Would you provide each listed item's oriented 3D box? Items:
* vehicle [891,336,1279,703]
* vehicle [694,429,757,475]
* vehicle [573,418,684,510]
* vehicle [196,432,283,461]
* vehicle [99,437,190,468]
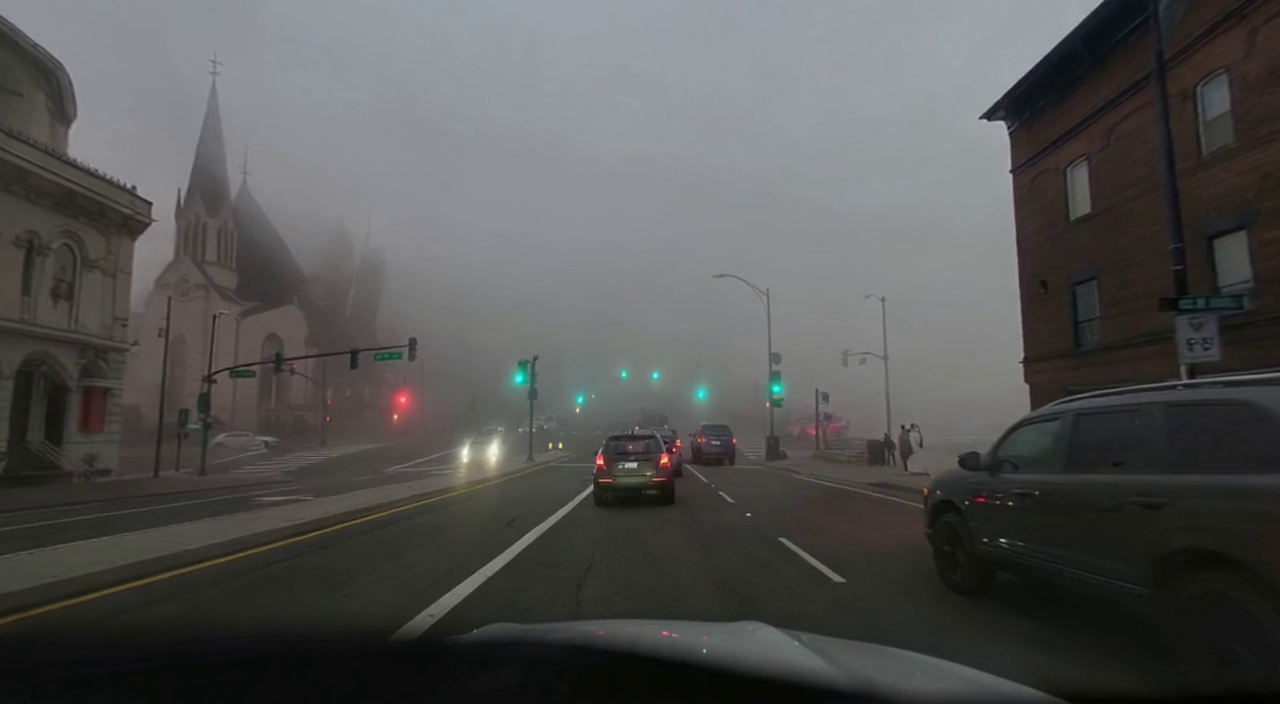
[{"bbox_3d":[3.650,1.039,4.122,2.080,1.735,4.650,0,-8,0],"label":"vehicle"},{"bbox_3d":[3.907,4.693,29.963,2.228,1.922,5.335,1,-8,0],"label":"vehicle"},{"bbox_3d":[-0.141,2.491,14.477,2.168,1.776,4.135,0,-8,2],"label":"vehicle"},{"bbox_3d":[-29.521,6.940,46.659,4.955,1.828,2.268,-1,-3,-2],"label":"vehicle"},{"bbox_3d":[-33.902,6.873,43.279,4.551,1.784,2.121,0,0,-1],"label":"vehicle"}]
